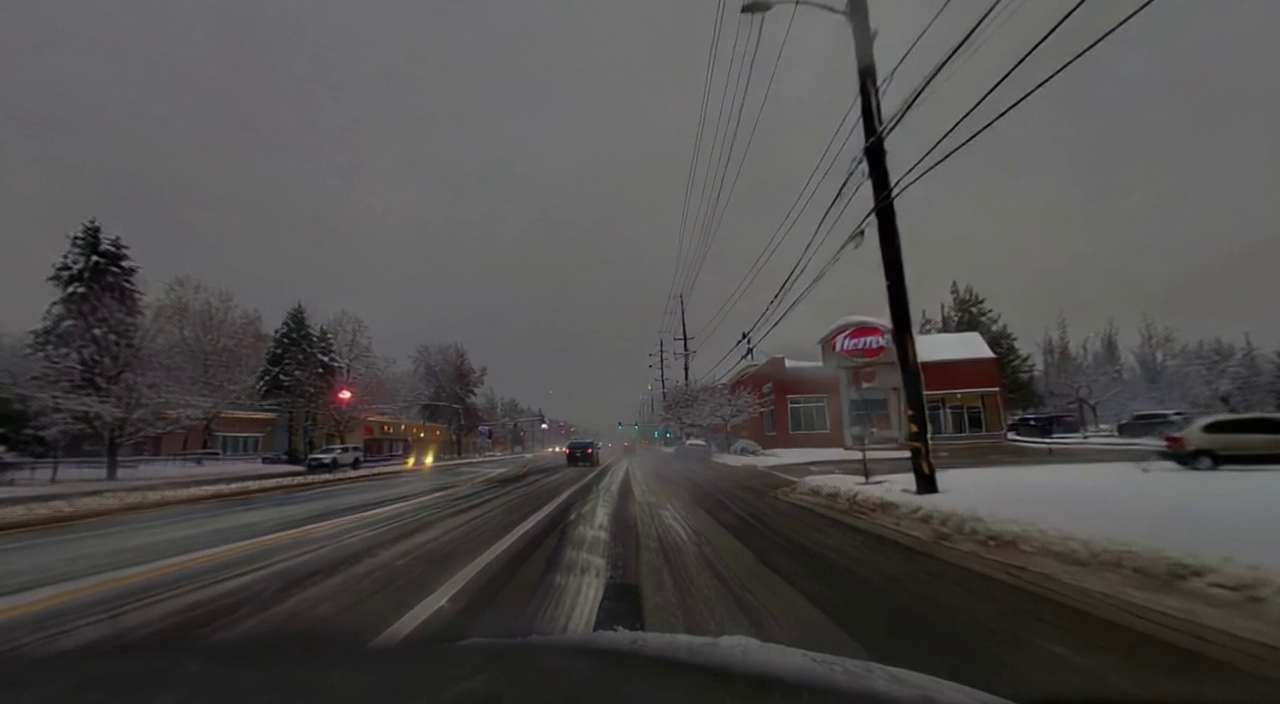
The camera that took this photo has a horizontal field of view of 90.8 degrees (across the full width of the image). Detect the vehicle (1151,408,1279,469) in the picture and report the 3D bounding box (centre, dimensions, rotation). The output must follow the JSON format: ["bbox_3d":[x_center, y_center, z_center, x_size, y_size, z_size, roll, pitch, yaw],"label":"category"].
[{"bbox_3d":[16.347,2.222,16.152,2.150,1.463,4.524,5,-10,-33],"label":"vehicle"}]

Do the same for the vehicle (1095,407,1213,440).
[{"bbox_3d":[33.570,4.782,41.479,2.071,1.958,5.485,4,-10,-27],"label":"vehicle"}]

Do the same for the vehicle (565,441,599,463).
[{"bbox_3d":[-4.292,7.537,47.721,2.179,1.490,4.742,0,-9,-1],"label":"vehicle"}]

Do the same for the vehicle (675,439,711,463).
[{"bbox_3d":[3.492,6.701,42.737,1.922,1.507,4.824,0,-9,-1],"label":"vehicle"}]
